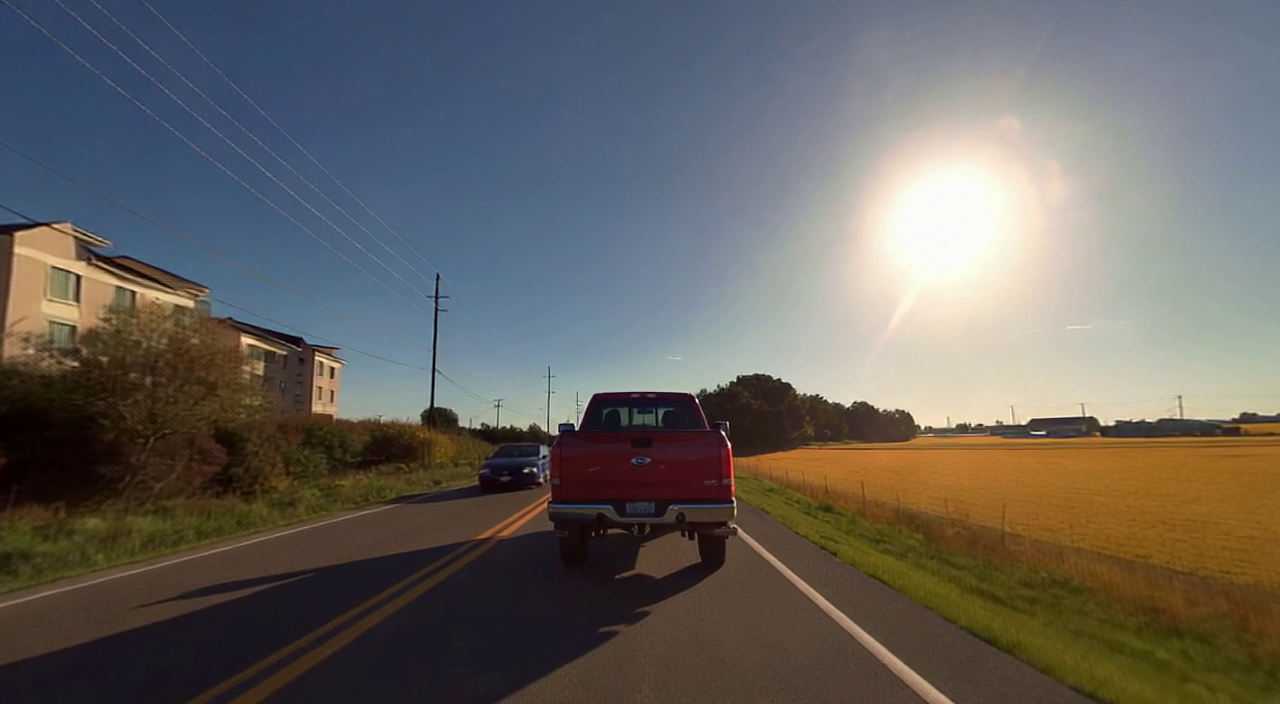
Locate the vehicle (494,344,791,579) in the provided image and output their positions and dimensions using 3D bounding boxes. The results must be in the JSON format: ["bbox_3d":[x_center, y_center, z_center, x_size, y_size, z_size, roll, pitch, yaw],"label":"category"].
[{"bbox_3d":[-0.064,1.608,9.982,2.912,2.320,7.292,0,-8,-1],"label":"vehicle"}]
